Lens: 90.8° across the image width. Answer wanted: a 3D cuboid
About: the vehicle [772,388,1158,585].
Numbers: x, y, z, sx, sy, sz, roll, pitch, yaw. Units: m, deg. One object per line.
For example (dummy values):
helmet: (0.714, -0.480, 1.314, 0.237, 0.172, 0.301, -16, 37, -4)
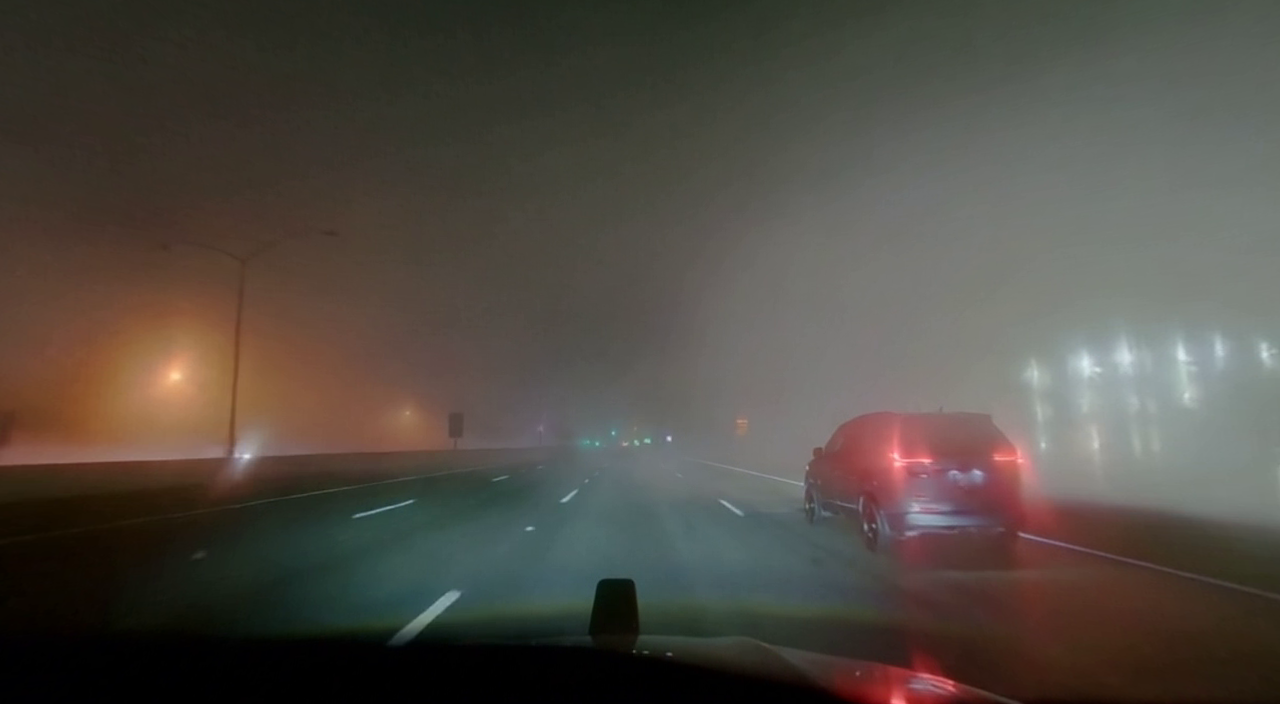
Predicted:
vehicle: (3.460, 1.582, 8.266, 2.212, 1.753, 5.064, 0, -9, -2)
